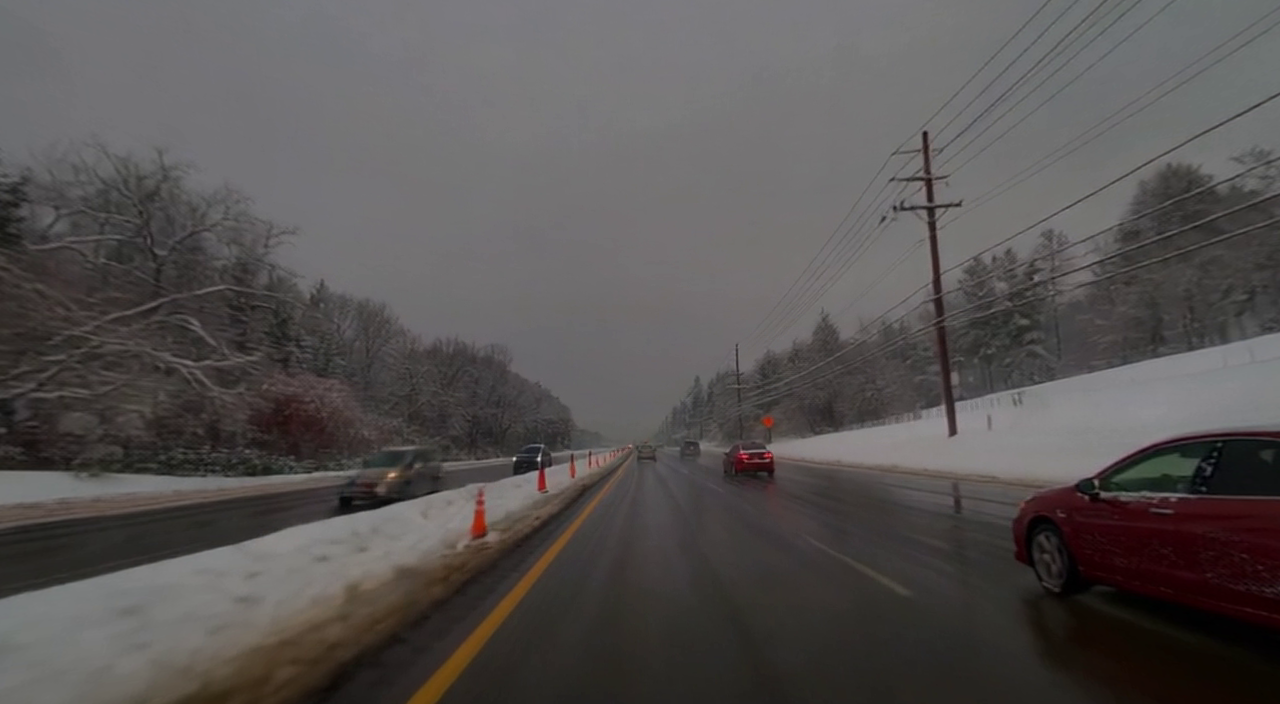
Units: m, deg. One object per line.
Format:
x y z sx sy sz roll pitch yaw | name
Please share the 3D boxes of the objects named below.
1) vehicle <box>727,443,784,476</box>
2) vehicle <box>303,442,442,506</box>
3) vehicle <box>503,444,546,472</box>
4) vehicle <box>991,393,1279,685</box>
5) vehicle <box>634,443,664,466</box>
5.385 5.072 29.967 1.881 1.409 4.016 0 -8 -1 | vehicle
-7.646 3.492 18.670 1.941 1.594 4.791 0 -8 1 | vehicle
-7.140 6.545 39.290 1.888 1.605 3.922 0 -8 1 | vehicle
4.462 1.077 3.902 1.997 1.568 4.529 0 -8 1 | vehicle
0.624 7.625 47.190 2.096 1.583 4.150 0 -8 -1 | vehicle
